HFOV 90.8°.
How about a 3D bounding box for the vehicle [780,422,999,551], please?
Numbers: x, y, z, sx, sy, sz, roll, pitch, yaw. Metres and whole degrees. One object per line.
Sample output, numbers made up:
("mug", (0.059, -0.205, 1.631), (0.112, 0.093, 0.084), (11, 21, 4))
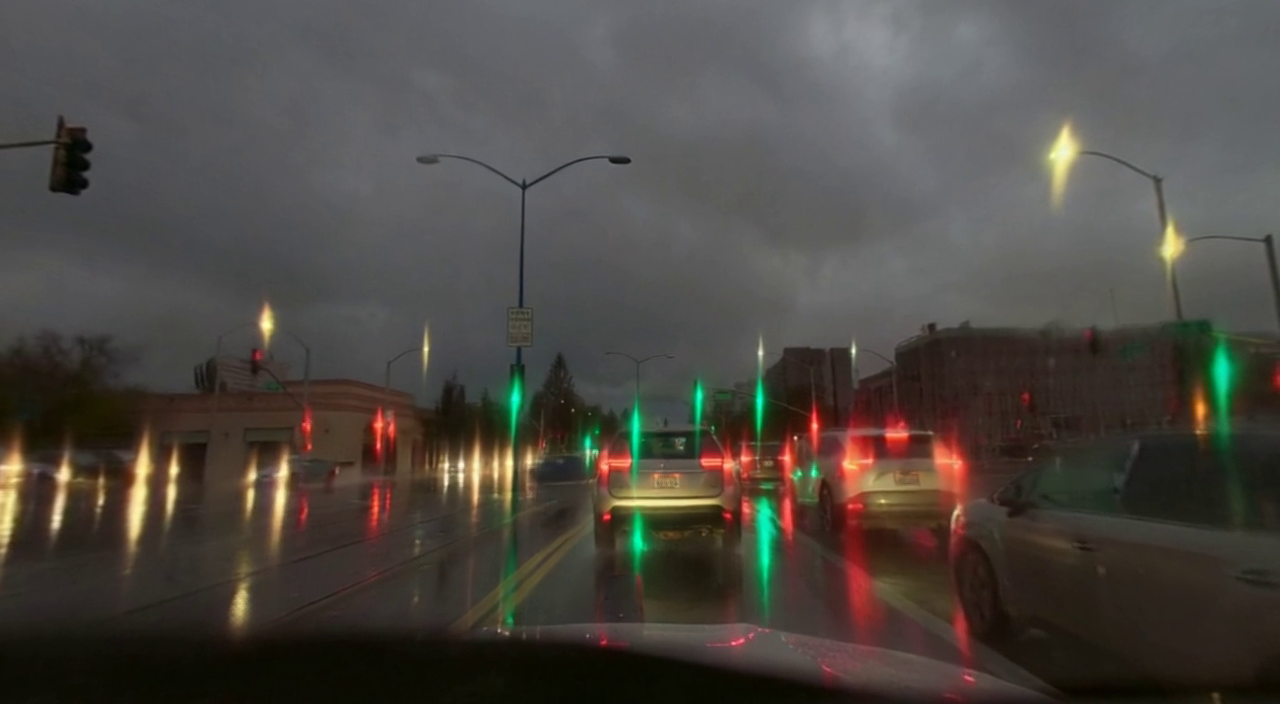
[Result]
("vehicle", (3.812, 2.126, 10.645), (2.018, 1.701, 4.288), (0, -9, 1))

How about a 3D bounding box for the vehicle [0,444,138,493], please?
("vehicle", (-24.863, 4.917, 26.842), (5.062, 1.946, 2.243), (0, -9, -1))

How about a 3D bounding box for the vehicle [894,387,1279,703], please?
("vehicle", (3.313, 1.077, 3.455), (2.056, 1.516, 4.776), (-1, -9, 3))

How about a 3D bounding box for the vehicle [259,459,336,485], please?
("vehicle", (-22.004, 7.704, 40.663), (3.981, 1.477, 1.872), (7, -11, -38))

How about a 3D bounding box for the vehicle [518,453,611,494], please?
("vehicle", (-3.082, 4.760, 24.949), (1.885, 1.430, 4.447), (5, -12, -32))

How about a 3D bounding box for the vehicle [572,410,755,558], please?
("vehicle", (0.332, 1.997, 10.233), (2.292, 1.840, 4.394), (0, -9, 1))
